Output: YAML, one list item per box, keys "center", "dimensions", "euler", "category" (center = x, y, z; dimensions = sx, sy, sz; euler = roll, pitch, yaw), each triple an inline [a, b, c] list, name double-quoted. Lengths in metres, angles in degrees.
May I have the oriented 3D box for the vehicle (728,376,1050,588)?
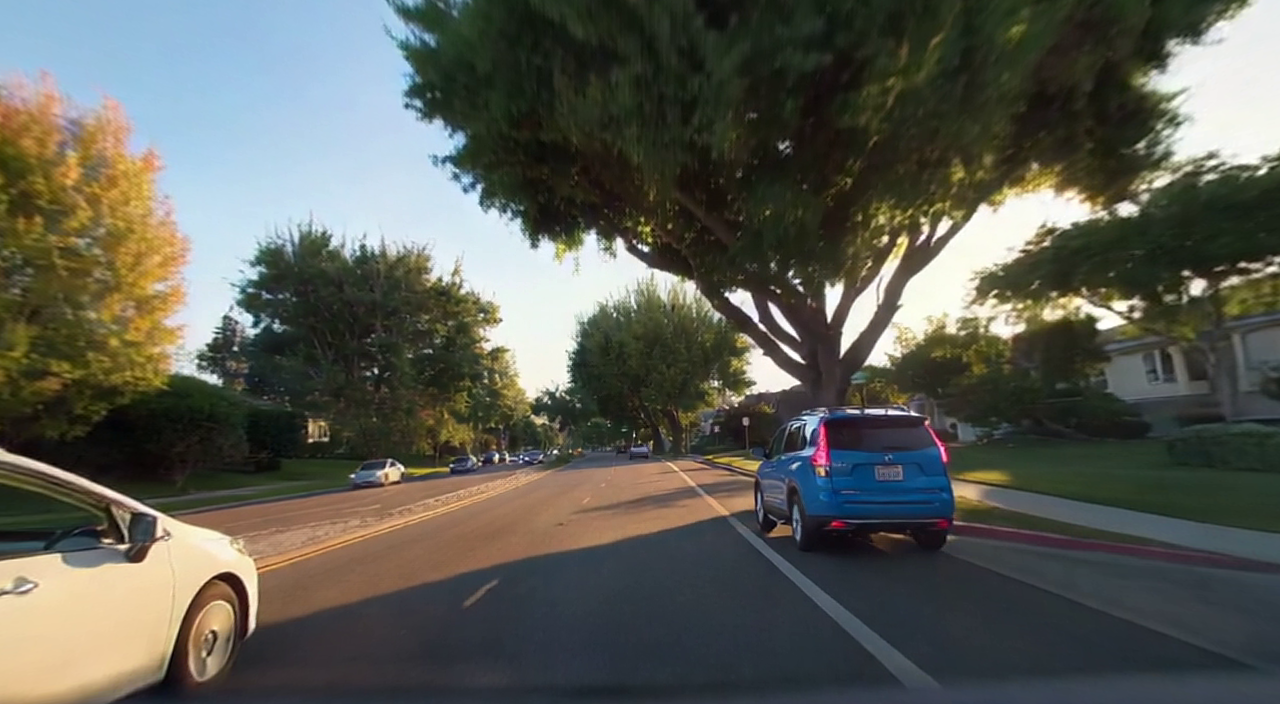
- center: [2.820, 1.676, 9.025]
  dimensions: [2.338, 2.063, 5.592]
  euler: [0, -8, 0]
  category: "vehicle"

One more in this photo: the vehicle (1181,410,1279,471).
- center: [16.916, 2.362, 16.741]
  dimensions: [1.822, 1.496, 3.560]
  euler: [0, -8, -1]
  category: "vehicle"

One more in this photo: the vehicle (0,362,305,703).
- center: [-3.337, 0.829, 1.975]
  dimensions: [2.058, 1.659, 4.514]
  euler: [0, -8, 0]
  category: "vehicle"

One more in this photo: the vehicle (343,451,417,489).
- center: [-13.072, 5.909, 32.032]
  dimensions: [2.002, 1.729, 4.441]
  euler: [0, -8, -2]
  category: "vehicle"
